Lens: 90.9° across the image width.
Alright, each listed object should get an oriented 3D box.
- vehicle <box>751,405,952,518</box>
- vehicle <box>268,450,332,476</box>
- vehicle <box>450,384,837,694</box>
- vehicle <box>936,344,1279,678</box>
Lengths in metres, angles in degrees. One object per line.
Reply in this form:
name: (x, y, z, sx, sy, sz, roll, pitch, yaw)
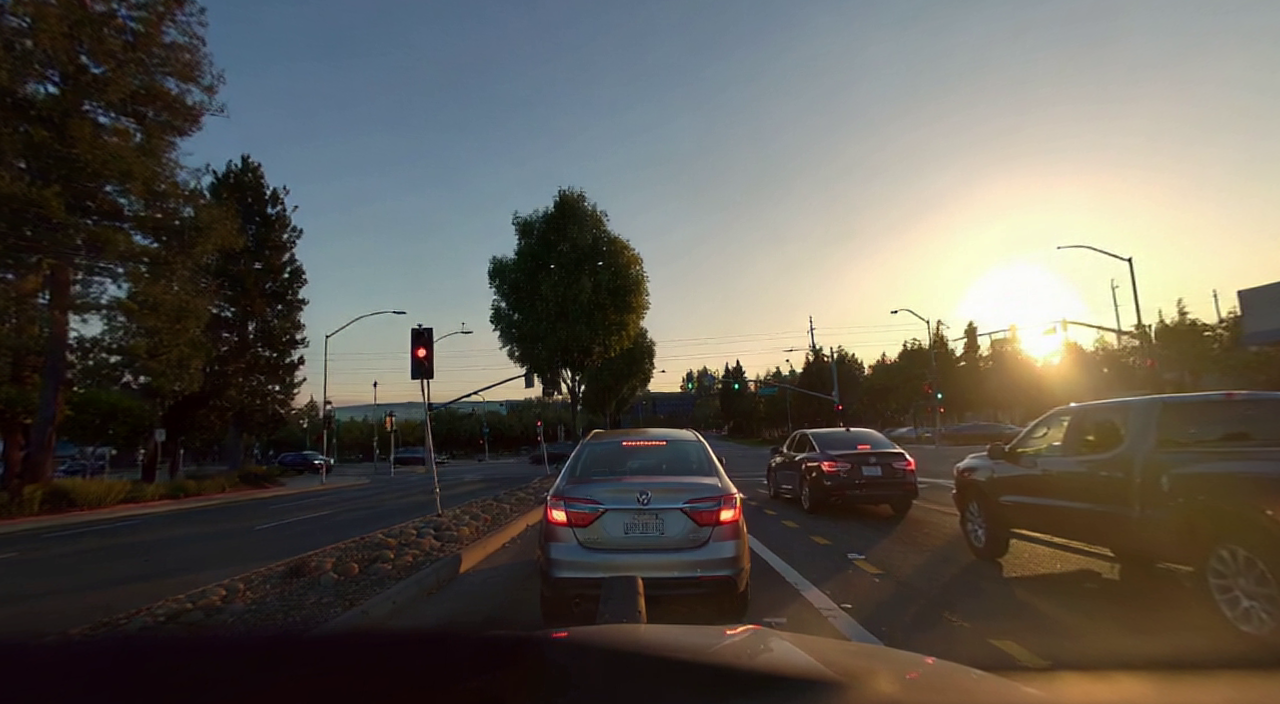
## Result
vehicle: (4.184, 2.322, 13.856, 2.319, 1.930, 5.651, 0, -8, -1)
vehicle: (-24.069, 7.833, 44.852, 1.798, 1.706, 4.385, -1, -8, 6)
vehicle: (-0.014, 1.312, 5.521, 2.116, 1.677, 3.948, 0, -8, -1)
vehicle: (4.509, 1.095, 5.033, 2.019, 1.803, 4.634, 0, -8, 0)
